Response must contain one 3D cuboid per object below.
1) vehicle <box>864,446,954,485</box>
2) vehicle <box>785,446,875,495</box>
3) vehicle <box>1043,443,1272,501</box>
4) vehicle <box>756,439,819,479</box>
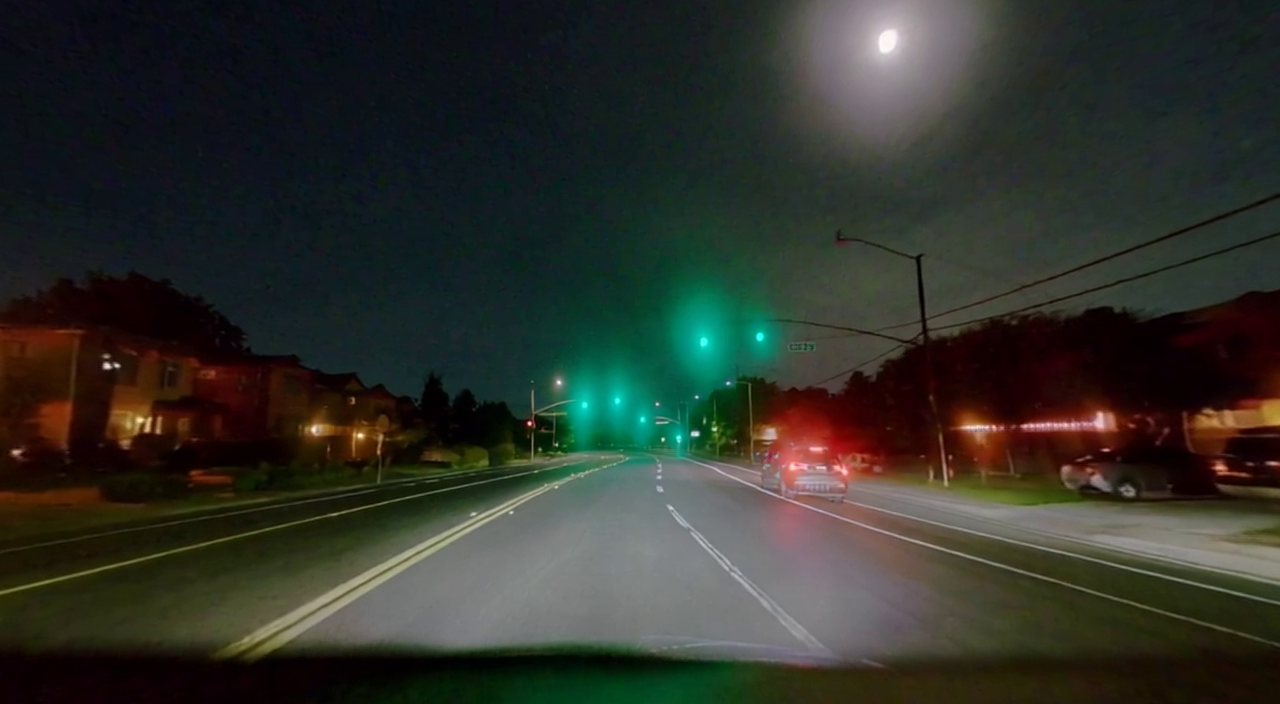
[{"bbox_3d":[11.079,4.684,26.379,1.925,1.490,4.475,-1,-9,2],"label":"vehicle"},{"bbox_3d":[7.168,4.494,24.408,2.064,1.498,4.877,5,-8,2],"label":"vehicle"},{"bbox_3d":[13.736,3.186,17.022,4.366,1.457,1.910,0,-9,3],"label":"vehicle"},{"bbox_3d":[7.717,5.634,33.595,2.196,1.889,5.679,0,-9,2],"label":"vehicle"}]
